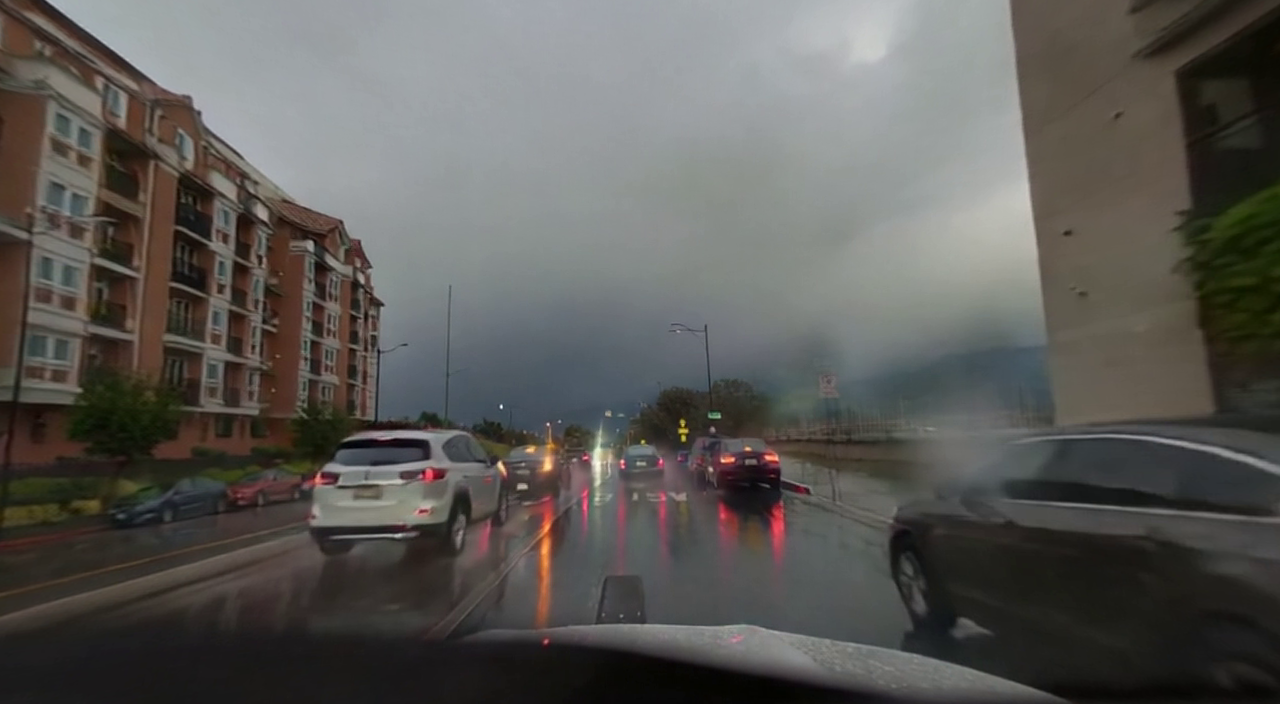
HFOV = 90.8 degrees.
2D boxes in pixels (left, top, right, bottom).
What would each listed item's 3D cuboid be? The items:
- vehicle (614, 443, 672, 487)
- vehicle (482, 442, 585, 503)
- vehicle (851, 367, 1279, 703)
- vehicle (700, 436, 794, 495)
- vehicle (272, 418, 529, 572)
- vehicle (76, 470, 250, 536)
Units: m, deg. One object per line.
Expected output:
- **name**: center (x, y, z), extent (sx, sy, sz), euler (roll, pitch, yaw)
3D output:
- **vehicle**: center (0.074, 4.189, 23.734), extent (2.026, 1.496, 3.701), euler (0, -8, -1)
- **vehicle**: center (-2.816, 3.285, 17.791), extent (2.109, 1.477, 4.509), euler (0, -8, 0)
- **vehicle**: center (3.033, 1.034, 3.497), extent (2.077, 1.532, 4.694), euler (0, -8, 0)
- **vehicle**: center (2.941, 3.210, 18.328), extent (1.933, 1.501, 4.349), euler (0, -8, 0)
- **vehicle**: center (-3.055, 1.902, 9.288), extent (2.065, 1.705, 4.353), euler (0, -8, 0)
- **vehicle**: center (-13.963, 4.389, 18.906), extent (1.844, 1.499, 4.421), euler (0, -8, -1)
